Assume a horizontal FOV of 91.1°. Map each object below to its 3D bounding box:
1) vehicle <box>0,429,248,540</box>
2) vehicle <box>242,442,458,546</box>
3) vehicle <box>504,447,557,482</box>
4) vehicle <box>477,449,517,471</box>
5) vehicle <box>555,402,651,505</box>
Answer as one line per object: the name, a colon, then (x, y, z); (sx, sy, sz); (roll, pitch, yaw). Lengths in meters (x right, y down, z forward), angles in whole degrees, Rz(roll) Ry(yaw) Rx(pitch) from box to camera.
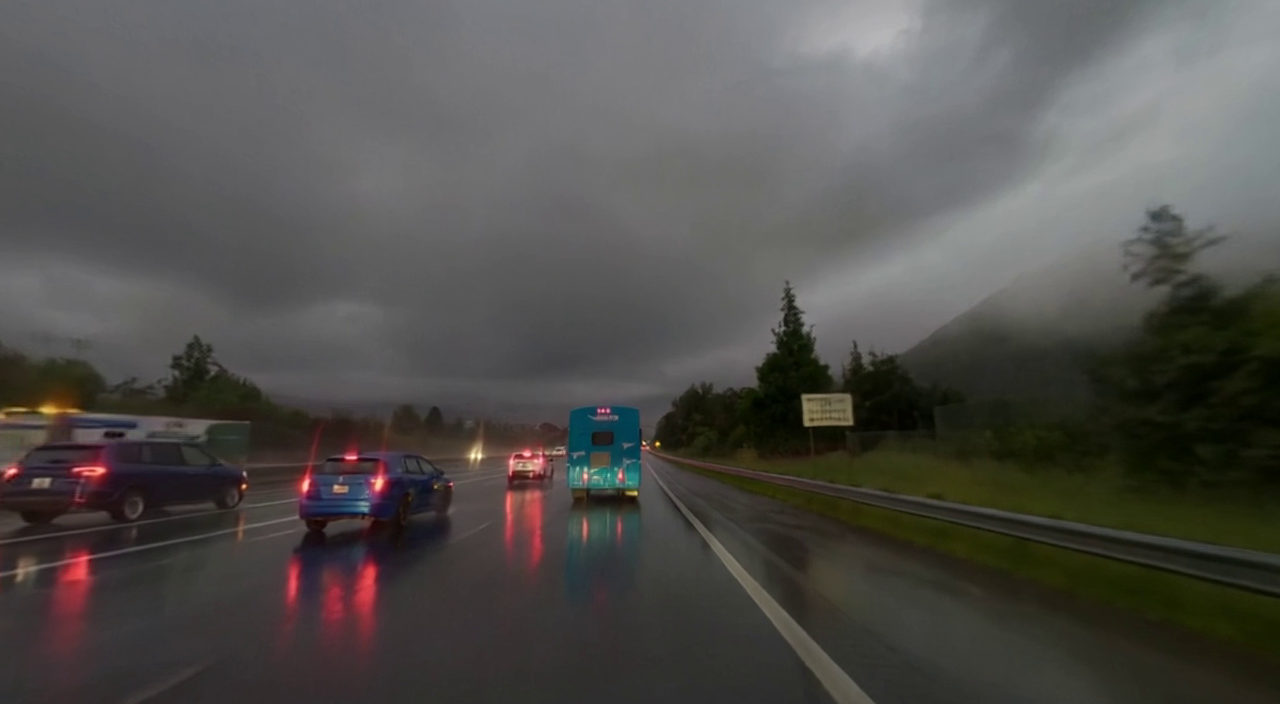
vehicle: (-9.567, 2.306, 11.499); (2.010, 1.621, 4.252); (0, -9, 0)
vehicle: (-4.700, 2.322, 10.972); (1.876, 1.438, 4.072); (0, -9, -1)
vehicle: (-5.038, 5.195, 29.256); (1.872, 1.480, 3.545); (0, -9, -1)
vehicle: (-10.095, 7.643, 44.568); (1.886, 1.462, 4.084); (0, -9, -1)
vehicle: (-0.957, 2.965, 18.510); (2.394, 2.556, 5.232); (0, -9, -1)
